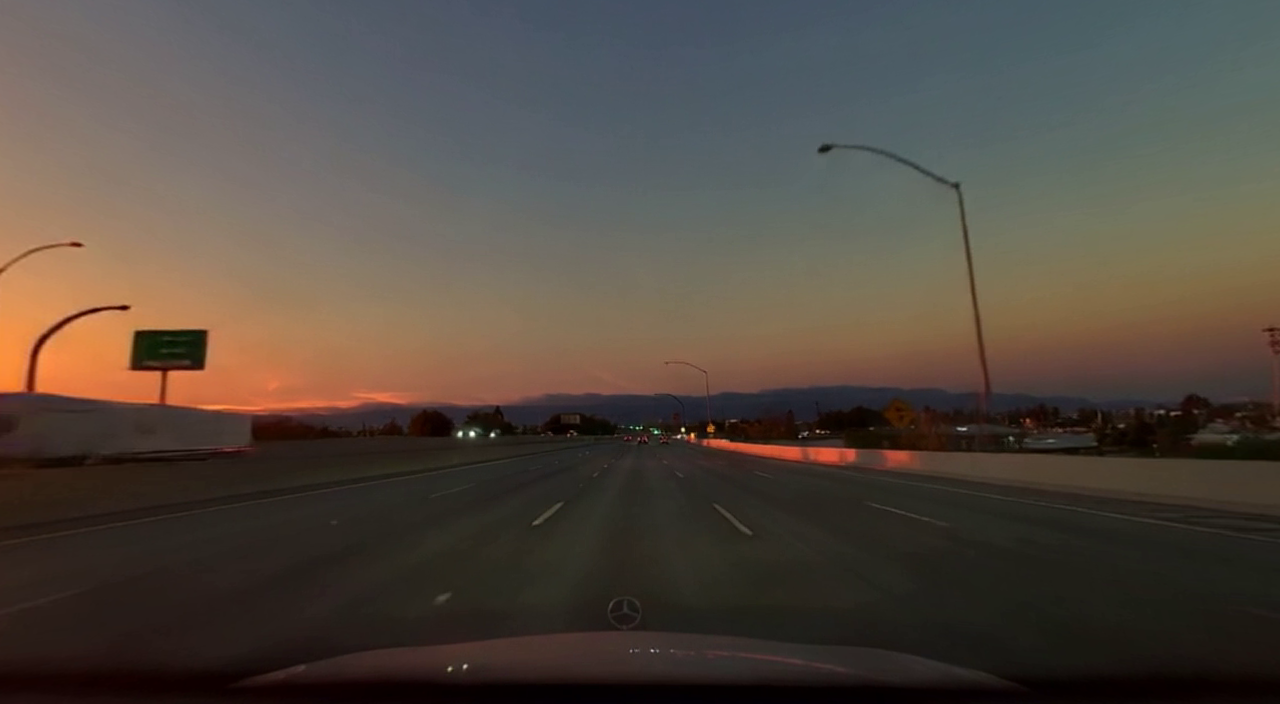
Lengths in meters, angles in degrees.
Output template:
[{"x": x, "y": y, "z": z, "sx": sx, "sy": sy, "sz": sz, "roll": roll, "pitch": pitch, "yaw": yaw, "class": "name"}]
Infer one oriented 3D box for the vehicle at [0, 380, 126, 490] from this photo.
[{"x": -23.984, "y": 3.049, "z": 22.982, "sx": 3.278, "sy": 3.774, "sz": 8.377, "roll": 0, "pitch": -8, "yaw": 1, "class": "vehicle"}]
